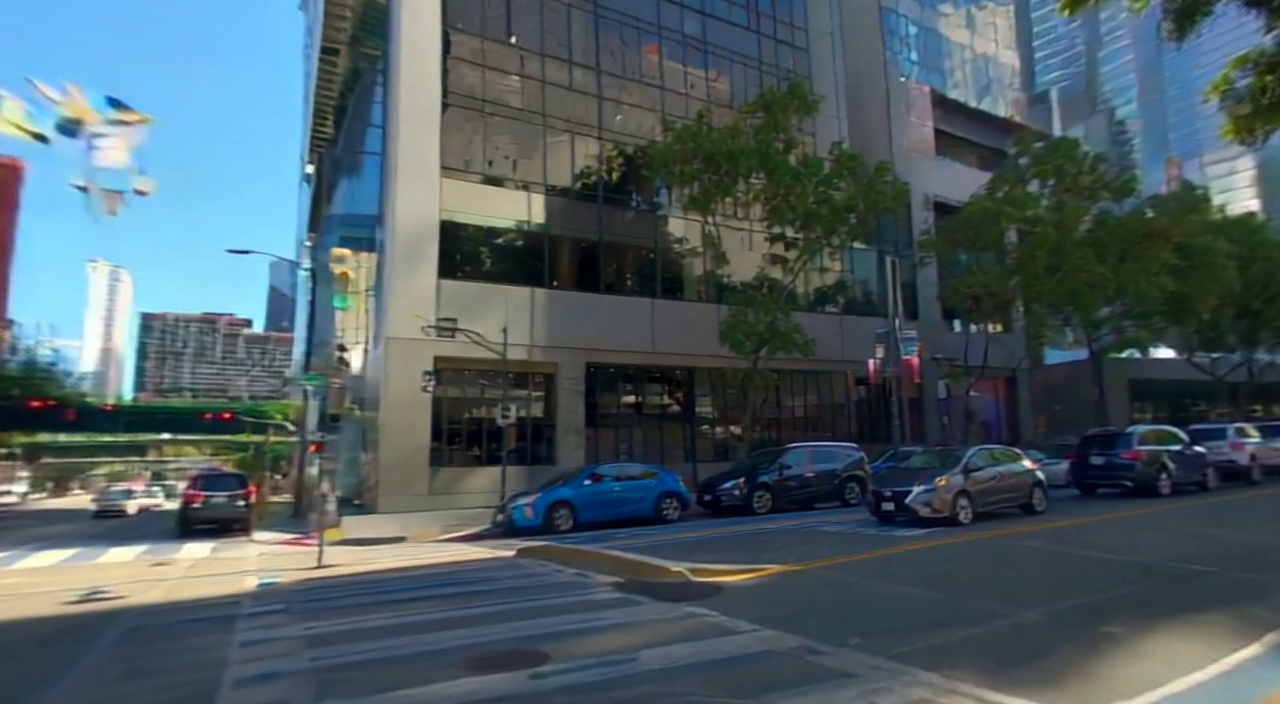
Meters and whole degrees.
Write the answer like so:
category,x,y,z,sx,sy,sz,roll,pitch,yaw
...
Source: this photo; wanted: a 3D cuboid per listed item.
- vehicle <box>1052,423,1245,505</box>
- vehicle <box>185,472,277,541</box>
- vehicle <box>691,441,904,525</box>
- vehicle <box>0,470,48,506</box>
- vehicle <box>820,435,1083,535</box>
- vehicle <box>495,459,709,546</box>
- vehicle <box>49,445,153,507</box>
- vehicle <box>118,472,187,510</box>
category,x,y,z,sx,sy,sz,roll,pitch,yaw
vehicle,13.059,2.817,16.208,4.573,1.814,2.173,5,-10,-30
vehicle,-13.688,5.097,21.448,2.174,1.780,5.051,5,-10,-29
vehicle,4.687,3.698,18.550,6.107,2.086,2.348,5,-10,-30
vehicle,-42.524,9.140,42.630,2.404,2.045,5.570,5,-10,-30
vehicle,6.033,2.423,12.134,4.888,1.558,2.017,5,-10,-29
vehicle,-0.898,3.573,15.291,4.705,1.732,1.996,5,-16,-30
vehicle,-36.729,8.285,43.656,3.435,3.638,12.225,5,-10,-32
vehicle,-25.367,7.203,33.035,2.025,1.625,4.596,4,-10,-28
